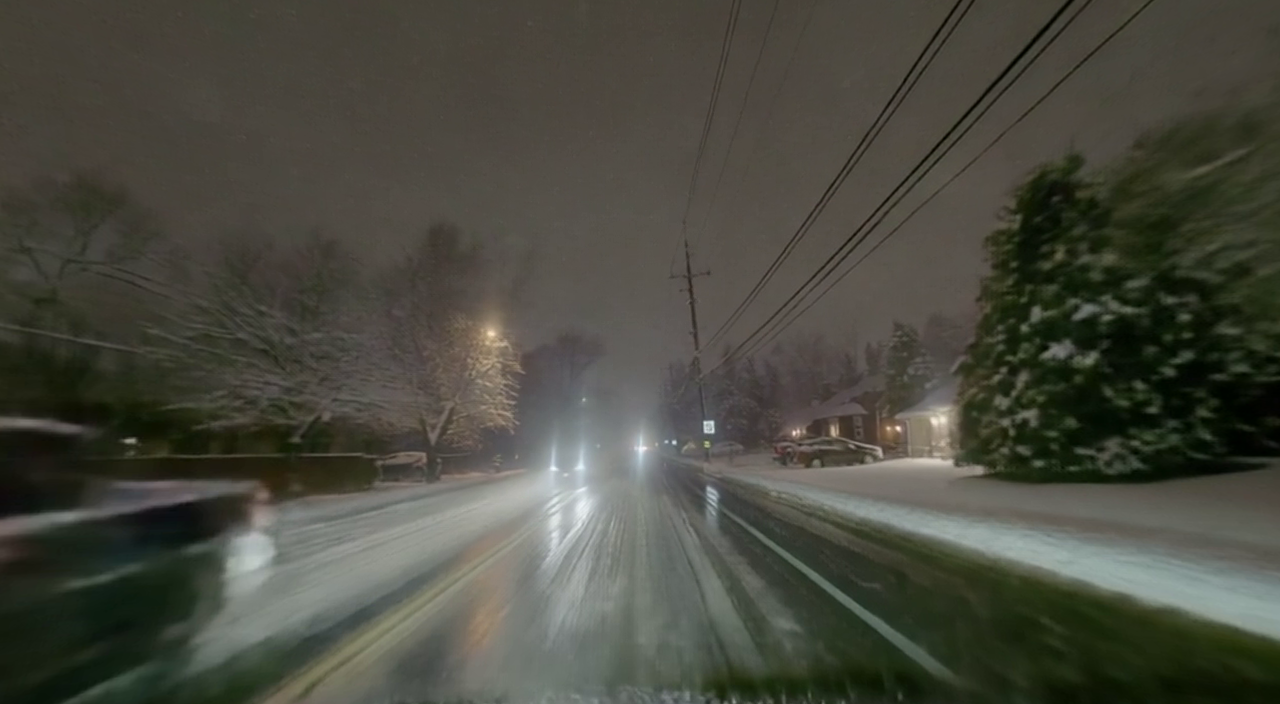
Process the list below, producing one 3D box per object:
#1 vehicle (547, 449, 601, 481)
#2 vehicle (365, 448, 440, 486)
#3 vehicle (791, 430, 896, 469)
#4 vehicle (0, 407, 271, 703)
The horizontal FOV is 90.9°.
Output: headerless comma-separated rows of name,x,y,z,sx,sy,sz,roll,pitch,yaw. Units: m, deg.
vehicle,-3.016,5.248,29.595,1.968,1.394,3.890,0,-9,2
vehicle,-13.080,6.303,35.033,2.053,1.906,4.889,-1,-9,3
vehicle,10.401,5.012,32.510,4.626,1.731,2.007,-3,-8,-1
vehicle,-3.785,0.987,2.358,2.102,1.524,4.387,-2,-9,1
